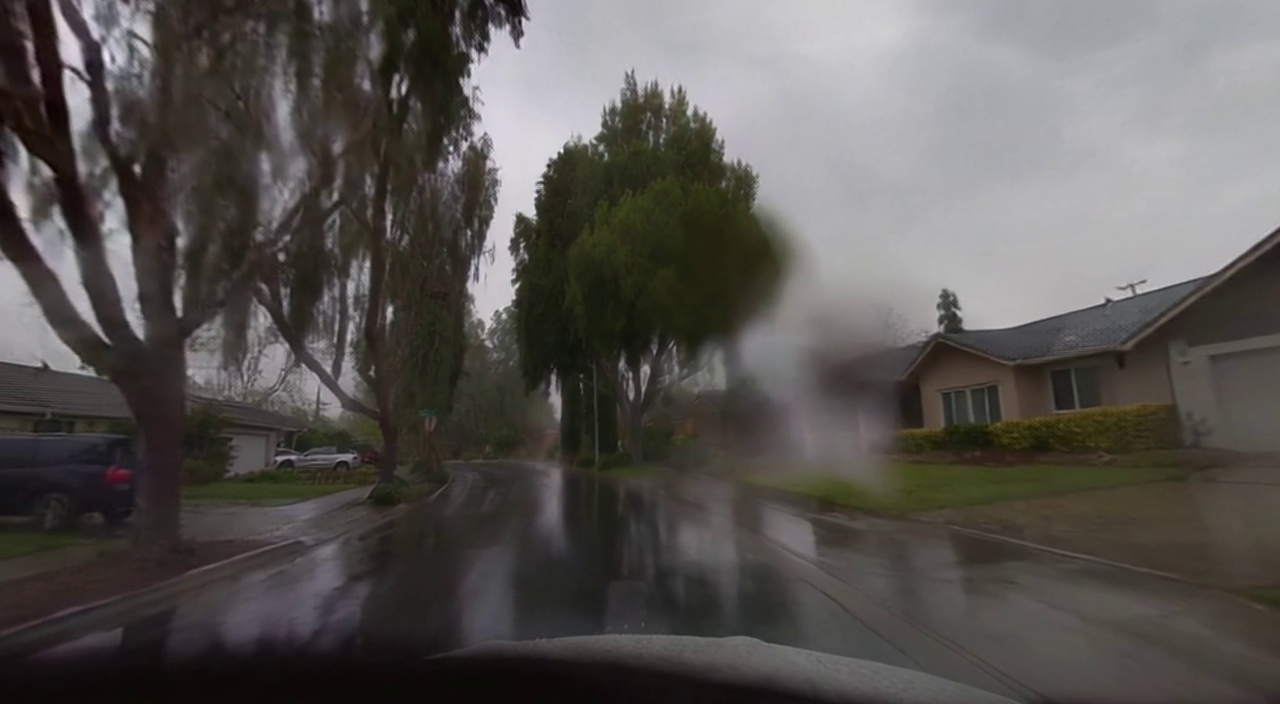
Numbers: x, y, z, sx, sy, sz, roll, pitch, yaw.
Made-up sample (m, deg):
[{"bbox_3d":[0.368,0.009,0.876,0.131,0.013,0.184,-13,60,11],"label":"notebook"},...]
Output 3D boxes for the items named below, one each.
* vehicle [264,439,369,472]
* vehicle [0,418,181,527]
[{"bbox_3d":[-16.808,5.419,32.983,4.471,1.638,1.877,2,-8,-13],"label":"vehicle"},{"bbox_3d":[-11.578,2.157,11.273,4.961,1.757,1.971,1,-9,-17],"label":"vehicle"}]
